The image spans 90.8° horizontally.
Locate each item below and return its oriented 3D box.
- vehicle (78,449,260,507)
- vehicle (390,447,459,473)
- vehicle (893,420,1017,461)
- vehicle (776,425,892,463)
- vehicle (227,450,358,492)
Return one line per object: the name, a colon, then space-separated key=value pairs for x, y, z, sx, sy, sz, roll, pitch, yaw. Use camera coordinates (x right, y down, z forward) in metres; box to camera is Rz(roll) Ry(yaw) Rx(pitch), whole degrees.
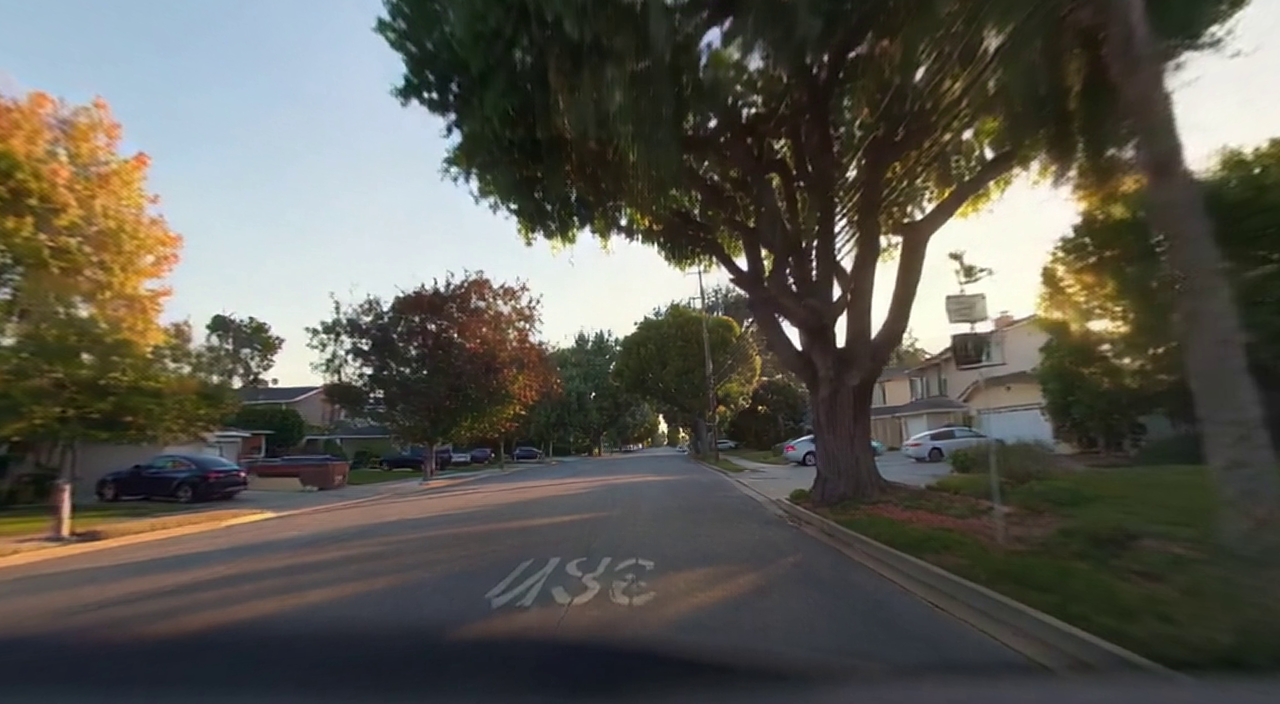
vehicle: x=-15.090 y=4.011 z=20.376 sx=4.500 sy=1.714 sz=1.924 roll=-1 pitch=-8 yaw=7
vehicle: x=-15.291 y=7.689 z=44.898 sx=4.265 sy=1.583 sz=1.913 roll=-5 pitch=-9 yaw=13
vehicle: x=13.018 y=3.709 z=26.326 sx=4.122 sy=1.610 sz=1.888 roll=-1 pitch=-8 yaw=2
vehicle: x=9.343 y=4.476 z=30.784 sx=4.952 sy=1.775 sz=2.089 roll=0 pitch=-8 yaw=0
vehicle: x=-14.224 y=4.875 z=26.004 sx=4.260 sy=1.588 sz=1.927 roll=-1 pitch=-8 yaw=5
